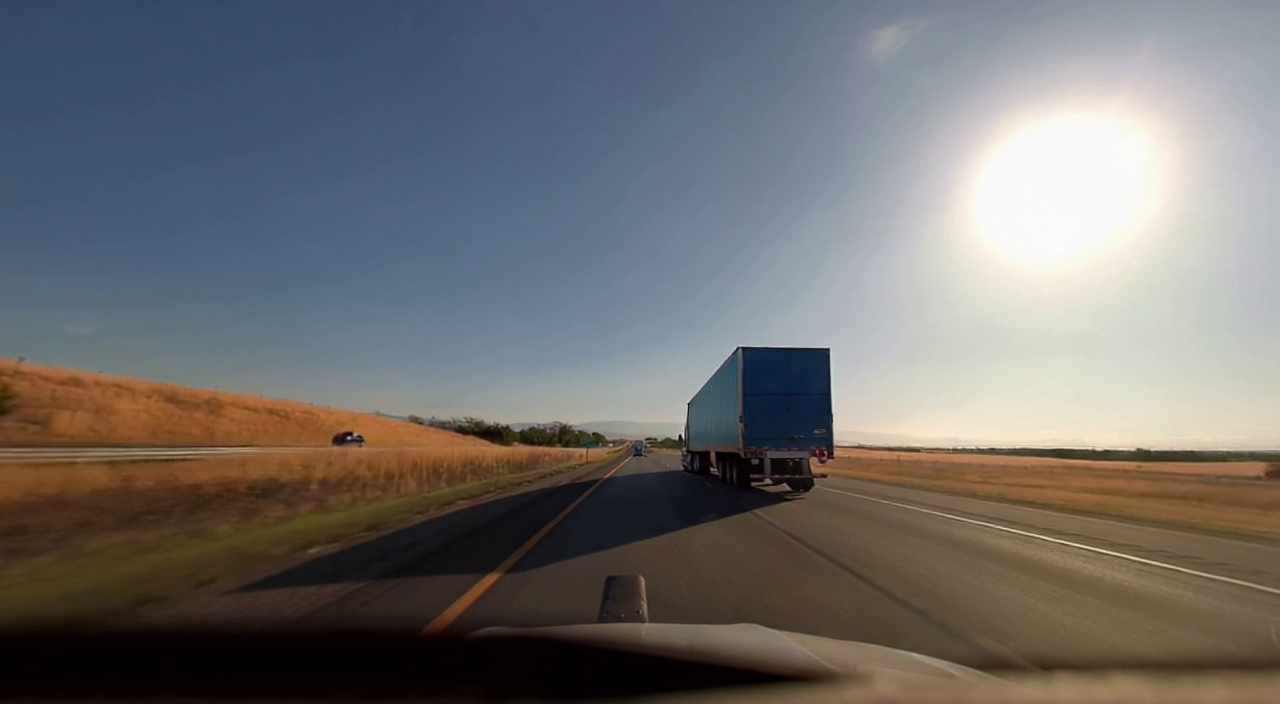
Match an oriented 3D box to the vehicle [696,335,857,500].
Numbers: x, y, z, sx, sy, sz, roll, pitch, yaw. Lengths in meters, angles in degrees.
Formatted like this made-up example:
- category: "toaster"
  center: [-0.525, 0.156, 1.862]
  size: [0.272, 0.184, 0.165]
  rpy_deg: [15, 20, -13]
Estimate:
- category: "vehicle"
  center: [4.039, 2.623, 22.584]
  size: [2.818, 4.206, 12.987]
  rpy_deg: [0, -9, 0]
